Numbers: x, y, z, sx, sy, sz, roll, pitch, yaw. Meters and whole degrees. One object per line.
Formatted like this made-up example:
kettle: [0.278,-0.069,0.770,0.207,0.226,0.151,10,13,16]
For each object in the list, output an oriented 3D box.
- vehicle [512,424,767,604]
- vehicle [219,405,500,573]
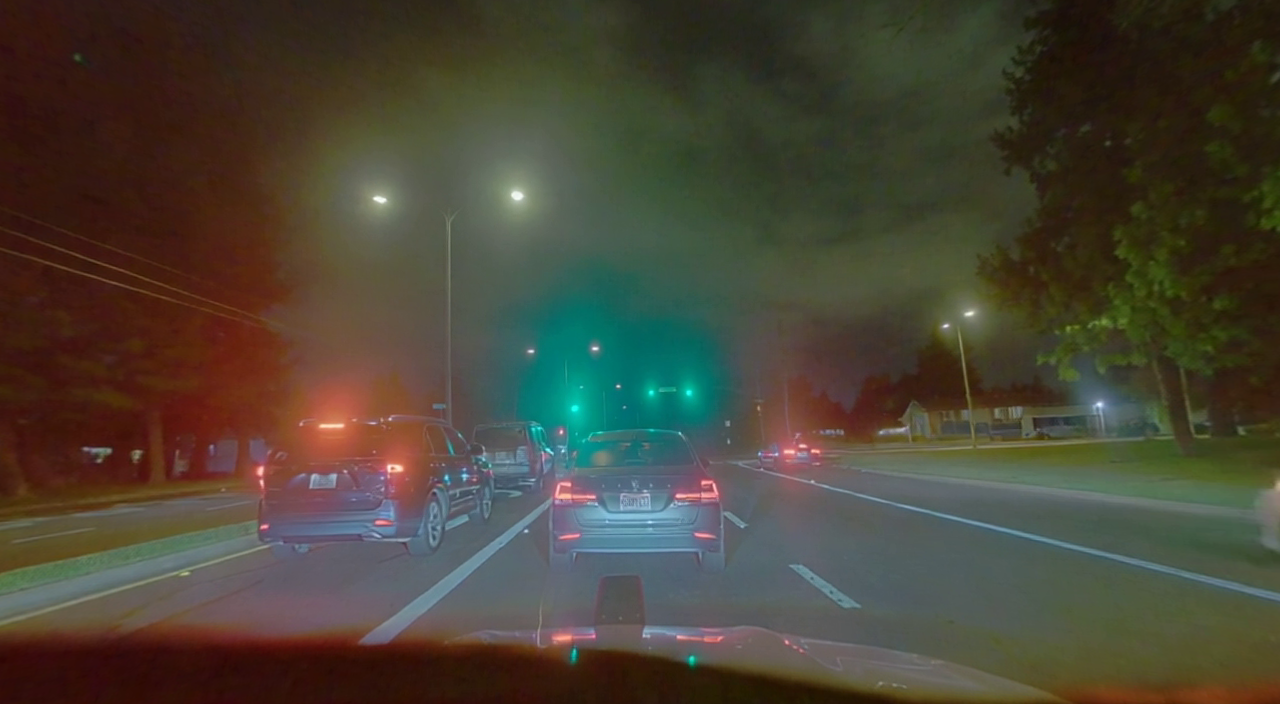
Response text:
vehicle: [-0.063,1.644,7.323,2.126,1.475,3.967,0,-8,-2]
vehicle: [-3.435,1.760,8.859,2.046,1.751,4.208,0,-8,-1]
